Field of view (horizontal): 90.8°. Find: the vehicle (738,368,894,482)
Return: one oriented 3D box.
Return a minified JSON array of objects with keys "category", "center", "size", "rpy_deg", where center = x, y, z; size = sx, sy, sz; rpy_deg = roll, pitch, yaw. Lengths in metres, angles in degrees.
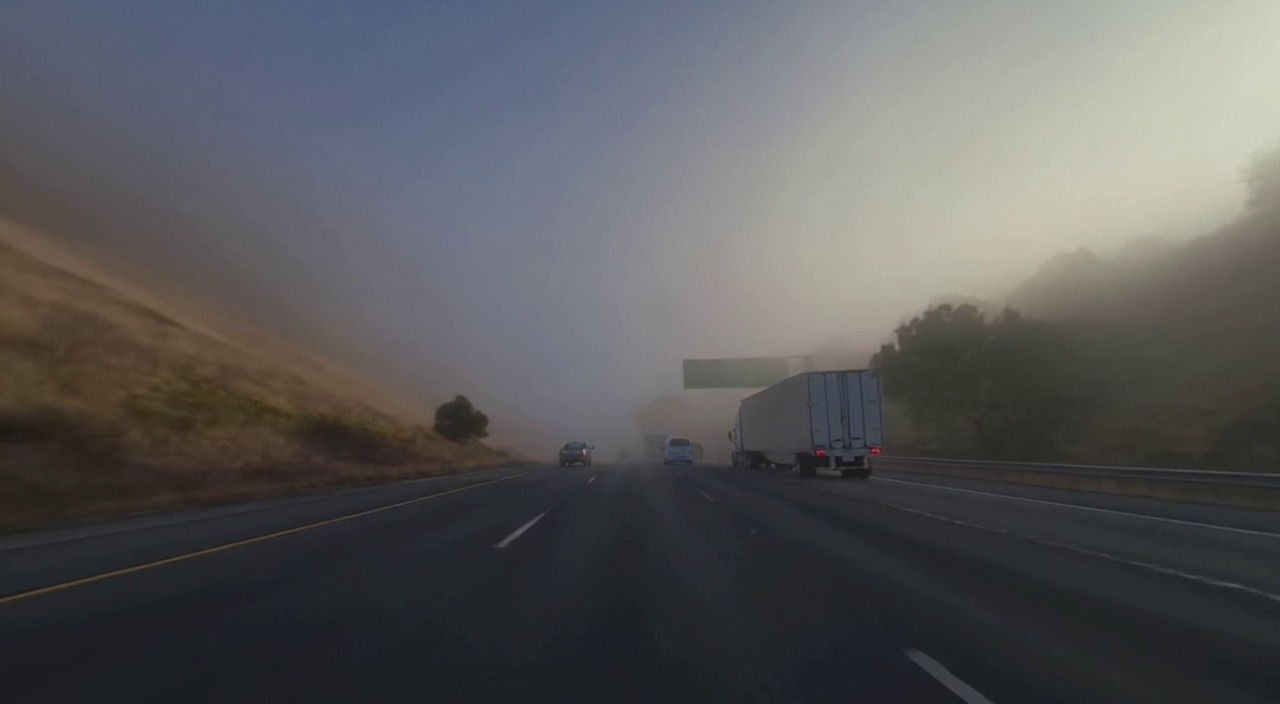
[{"category":"vehicle","center":[7.748,3.897,31.457],"size":[2.935,4.187,16.357],"rpy_deg":[0,-9,-1]}]

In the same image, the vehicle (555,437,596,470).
[{"category":"vehicle","center":[-4.205,6.707,41.871],"size":[2.193,1.977,4.759],"rpy_deg":[0,-9,0]}]

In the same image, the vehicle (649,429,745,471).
[{"category":"vehicle","center":[3.084,5.492,35.468],"size":[5.075,2.277,2.365],"rpy_deg":[0,-9,-3]}]
